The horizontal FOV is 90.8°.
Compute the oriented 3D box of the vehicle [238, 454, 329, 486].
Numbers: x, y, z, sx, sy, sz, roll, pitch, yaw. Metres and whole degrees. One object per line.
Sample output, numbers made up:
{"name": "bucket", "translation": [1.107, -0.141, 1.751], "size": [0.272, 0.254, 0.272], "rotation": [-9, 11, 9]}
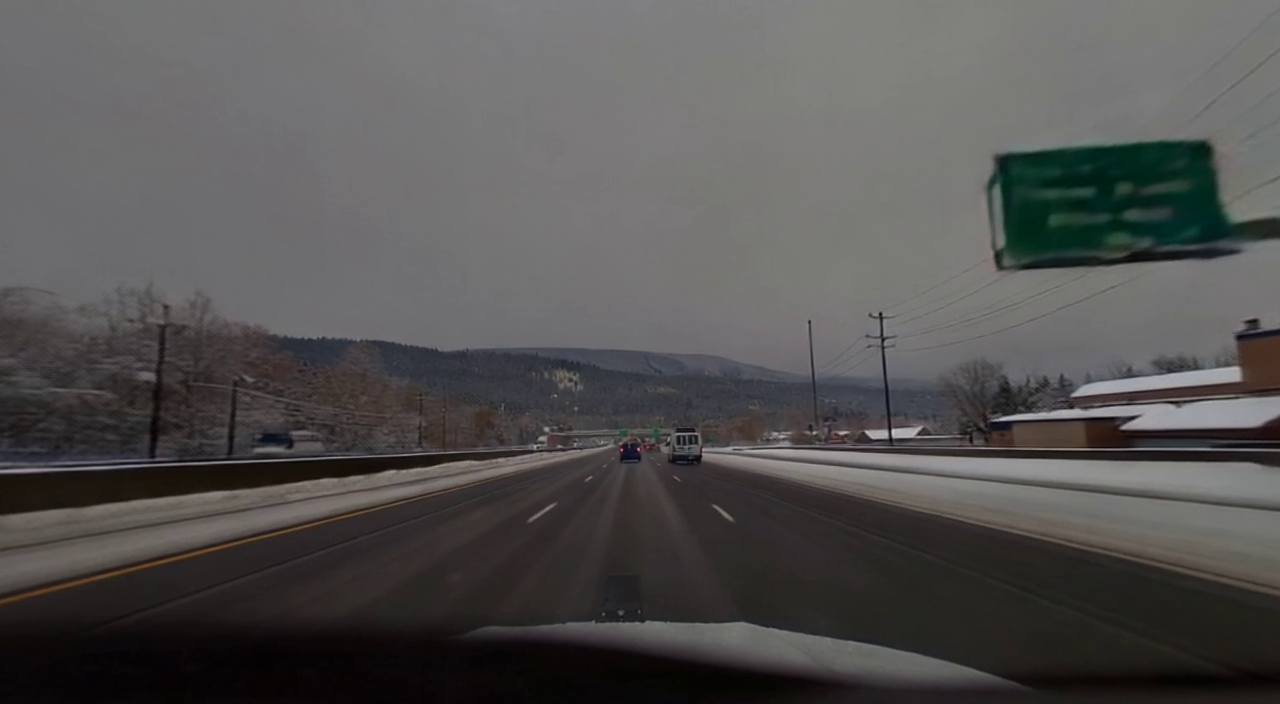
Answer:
{"name": "vehicle", "translation": [-17.760, 5.857, 31.773], "size": [1.966, 1.450, 4.456], "rotation": [0, -9, 0]}

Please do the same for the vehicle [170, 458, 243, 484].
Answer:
{"name": "vehicle", "translation": [-28.158, 7.730, 41.208], "size": [1.900, 1.551, 3.993], "rotation": [0, -9, -1]}

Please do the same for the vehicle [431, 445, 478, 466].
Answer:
{"name": "vehicle", "translation": [-13.998, 7.860, 47.966], "size": [2.147, 1.528, 4.437], "rotation": [0, -9, 0]}

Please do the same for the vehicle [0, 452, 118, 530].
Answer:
{"name": "vehicle", "translation": [-13.435, 2.774, 12.689], "size": [1.969, 1.481, 4.595], "rotation": [0, -9, 0]}

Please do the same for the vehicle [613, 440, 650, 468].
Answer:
{"name": "vehicle", "translation": [-0.574, 6.763, 41.860], "size": [2.325, 1.712, 4.592], "rotation": [0, -9, -1]}

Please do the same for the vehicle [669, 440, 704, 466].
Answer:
{"name": "vehicle", "translation": [3.243, 7.202, 45.095], "size": [2.036, 1.796, 4.470], "rotation": [0, -9, -2]}
